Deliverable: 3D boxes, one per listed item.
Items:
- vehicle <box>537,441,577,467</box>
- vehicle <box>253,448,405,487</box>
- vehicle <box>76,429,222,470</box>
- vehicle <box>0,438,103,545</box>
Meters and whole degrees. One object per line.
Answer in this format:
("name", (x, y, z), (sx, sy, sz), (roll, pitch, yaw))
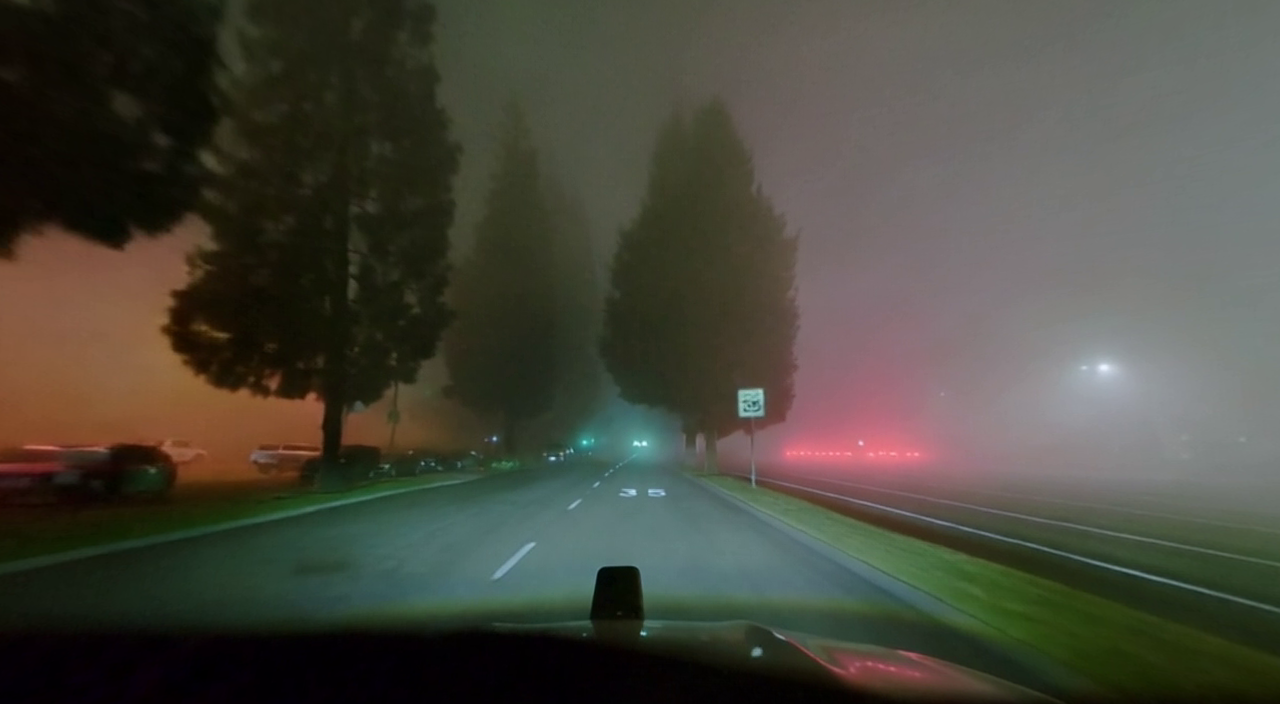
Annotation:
("vehicle", (-6.435, 7.941, 49.403), (2.350, 1.892, 5.542), (0, -8, 1))
("vehicle", (-12.946, 4.820, 26.430), (5.300, 1.432, 1.951), (1, -9, -1))
("vehicle", (-26.101, 5.181, 33.635), (5.603, 2.043, 2.554), (0, -9, 1))
("vehicle", (-12.852, 2.403, 11.079), (4.834, 1.743, 2.156), (-1, -8, 2))
